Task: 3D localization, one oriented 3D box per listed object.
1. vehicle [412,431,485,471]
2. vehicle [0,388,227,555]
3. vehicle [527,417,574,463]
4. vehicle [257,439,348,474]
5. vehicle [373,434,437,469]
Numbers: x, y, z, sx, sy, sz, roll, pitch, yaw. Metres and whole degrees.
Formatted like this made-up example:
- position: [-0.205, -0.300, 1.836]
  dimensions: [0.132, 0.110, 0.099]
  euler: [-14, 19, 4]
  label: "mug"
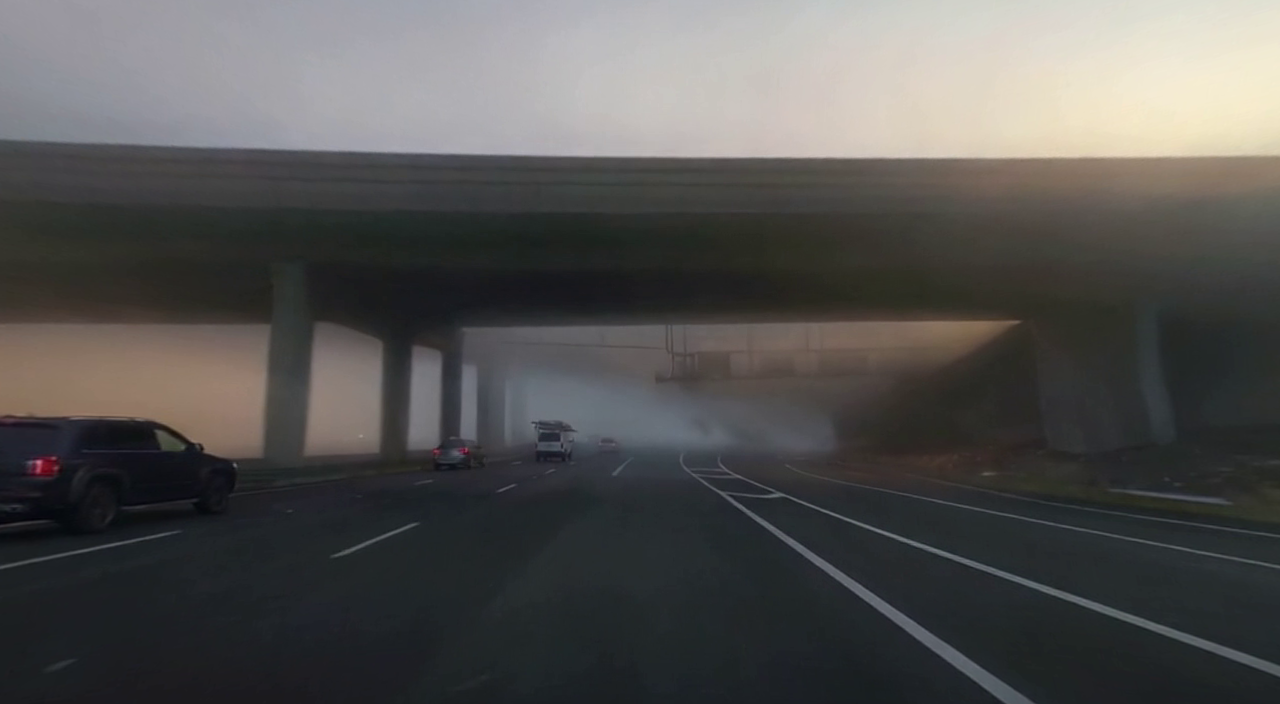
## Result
- position: [-9.209, 4.805, 30.611]
  dimensions: [2.109, 1.784, 4.709]
  euler: [0, -8, -1]
  label: "vehicle"
- position: [-8.665, 1.663, 9.124]
  dimensions: [2.179, 1.948, 4.618]
  euler: [0, -8, -1]
  label: "vehicle"
- position: [-5.951, 5.980, 42.602]
  dimensions: [2.301, 2.843, 6.458]
  euler: [0, -8, -1]
  label: "vehicle"
- position: [-15.846, 4.921, 29.762]
  dimensions: [1.863, 1.499, 4.455]
  euler: [0, -8, -1]
  label: "vehicle"
- position: [-12.634, 5.360, 34.019]
  dimensions: [1.900, 1.726, 4.236]
  euler: [0, -8, -2]
  label: "vehicle"
